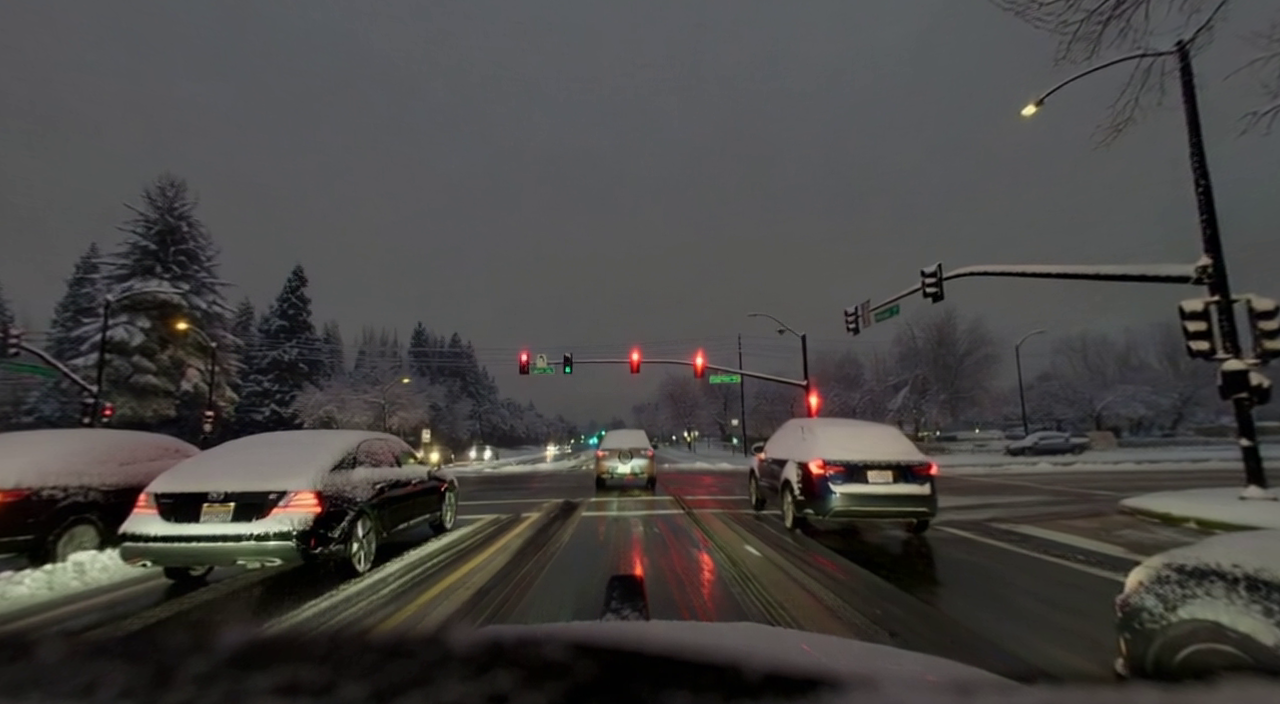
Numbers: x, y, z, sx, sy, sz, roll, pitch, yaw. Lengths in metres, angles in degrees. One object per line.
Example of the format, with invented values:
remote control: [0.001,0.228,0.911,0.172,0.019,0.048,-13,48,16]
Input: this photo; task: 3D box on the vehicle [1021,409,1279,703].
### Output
vehicle: [3.204,0.818,1.421,1.960,1.460,4.233,0,-8,-1]

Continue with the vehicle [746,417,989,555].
vehicle: [3.240,2.007,10.192,2.097,1.707,4.461,0,-8,-2]

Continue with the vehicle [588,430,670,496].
vehicle: [-0.274,3.288,19.048,2.215,1.749,3.976,0,-8,1]

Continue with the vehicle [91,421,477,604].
vehicle: [-3.519,1.650,7.449,1.941,1.492,4.399,0,-8,1]
